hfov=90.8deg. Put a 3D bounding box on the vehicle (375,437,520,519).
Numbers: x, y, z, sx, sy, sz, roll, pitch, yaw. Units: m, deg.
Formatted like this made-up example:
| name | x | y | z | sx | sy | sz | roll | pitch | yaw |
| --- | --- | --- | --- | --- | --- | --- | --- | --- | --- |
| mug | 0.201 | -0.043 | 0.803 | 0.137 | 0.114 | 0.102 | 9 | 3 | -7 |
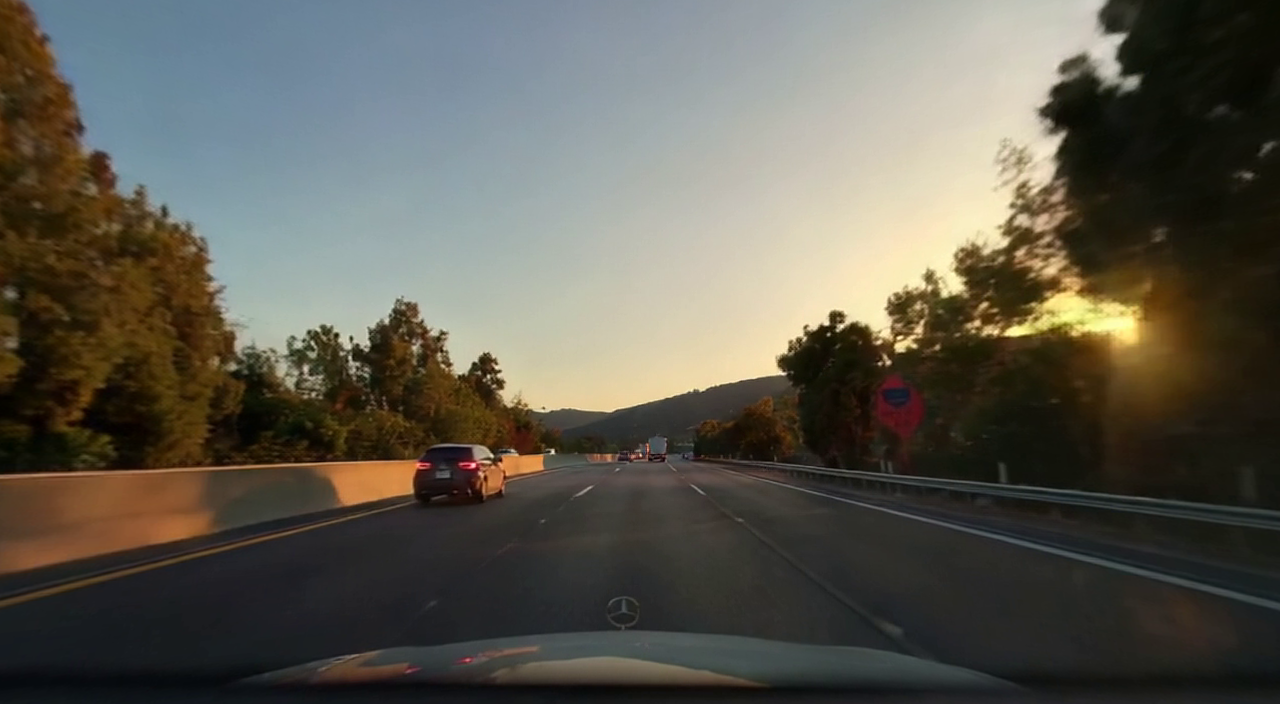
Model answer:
| name | x | y | z | sx | sy | sz | roll | pitch | yaw |
| --- | --- | --- | --- | --- | --- | --- | --- | --- | --- |
| vehicle | -4.164 | 2.787 | 14.454 | 2.035 | 1.595 | 4.022 | 0 | -9 | 0 |
